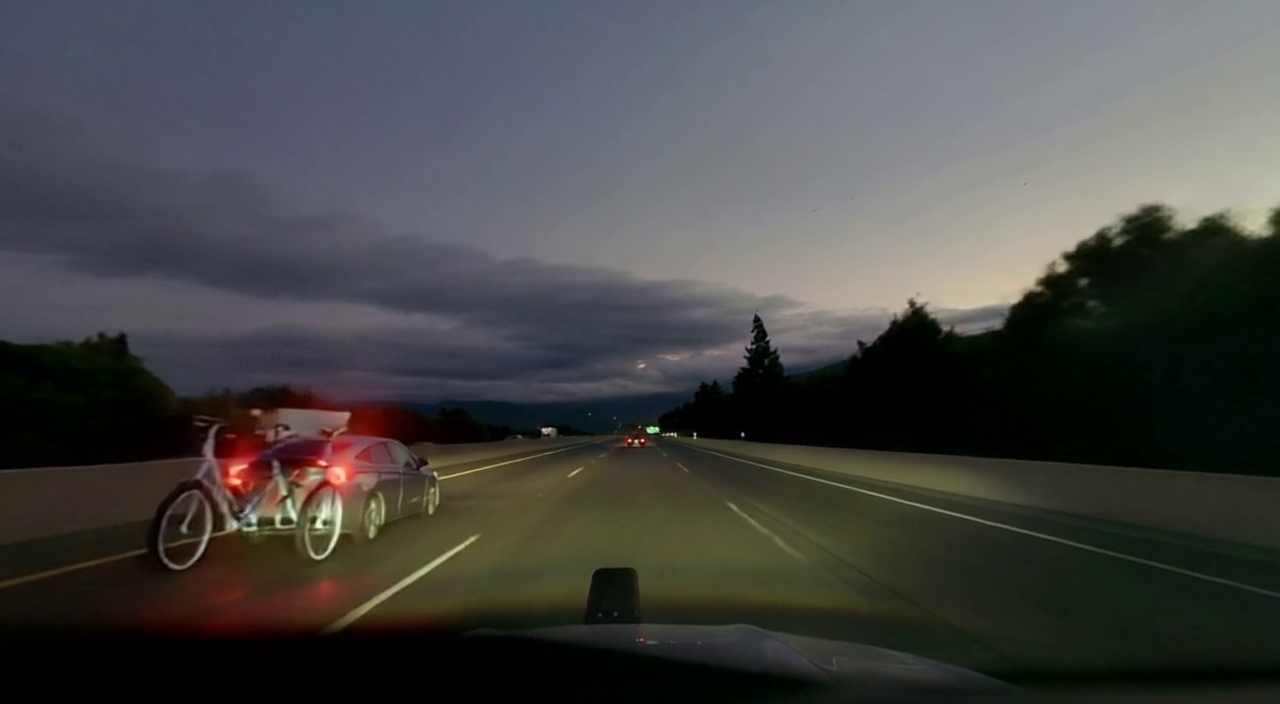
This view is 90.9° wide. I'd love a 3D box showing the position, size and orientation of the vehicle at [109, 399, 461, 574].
[{"bbox_3d":[-4.001,1.572,8.239,2.064,1.647,4.381,0,-8,0],"label":"vehicle"}]
